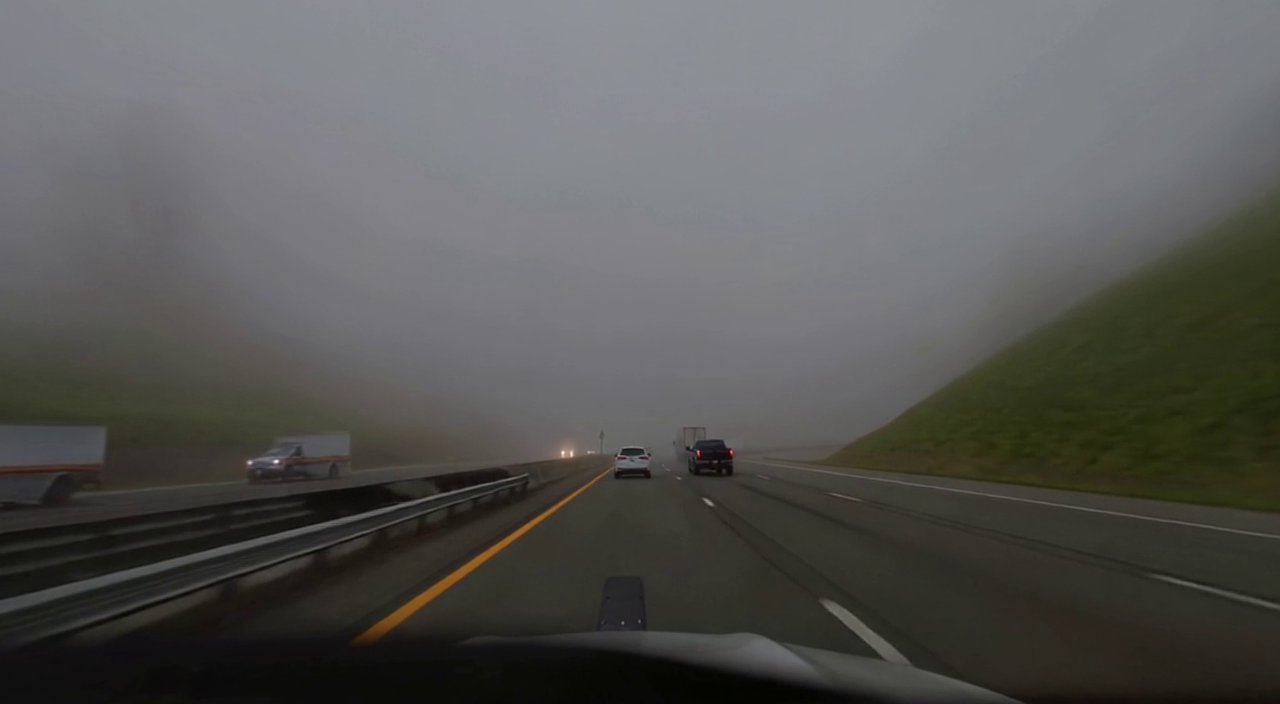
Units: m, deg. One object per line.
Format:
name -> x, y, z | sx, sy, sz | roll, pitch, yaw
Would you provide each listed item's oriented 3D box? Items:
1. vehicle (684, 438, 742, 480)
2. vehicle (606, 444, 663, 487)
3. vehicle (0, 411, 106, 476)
vehicle -> 3.181, 4.791, 28.294 | 2.048, 1.704, 4.284 | 0, -9, -1
vehicle -> -0.203, 4.184, 23.478 | 1.970, 1.441, 3.846 | 0, -9, 0
vehicle -> -35.912, 4.691, 32.465 | 2.892, 3.450, 16.147 | 0, -9, -1
